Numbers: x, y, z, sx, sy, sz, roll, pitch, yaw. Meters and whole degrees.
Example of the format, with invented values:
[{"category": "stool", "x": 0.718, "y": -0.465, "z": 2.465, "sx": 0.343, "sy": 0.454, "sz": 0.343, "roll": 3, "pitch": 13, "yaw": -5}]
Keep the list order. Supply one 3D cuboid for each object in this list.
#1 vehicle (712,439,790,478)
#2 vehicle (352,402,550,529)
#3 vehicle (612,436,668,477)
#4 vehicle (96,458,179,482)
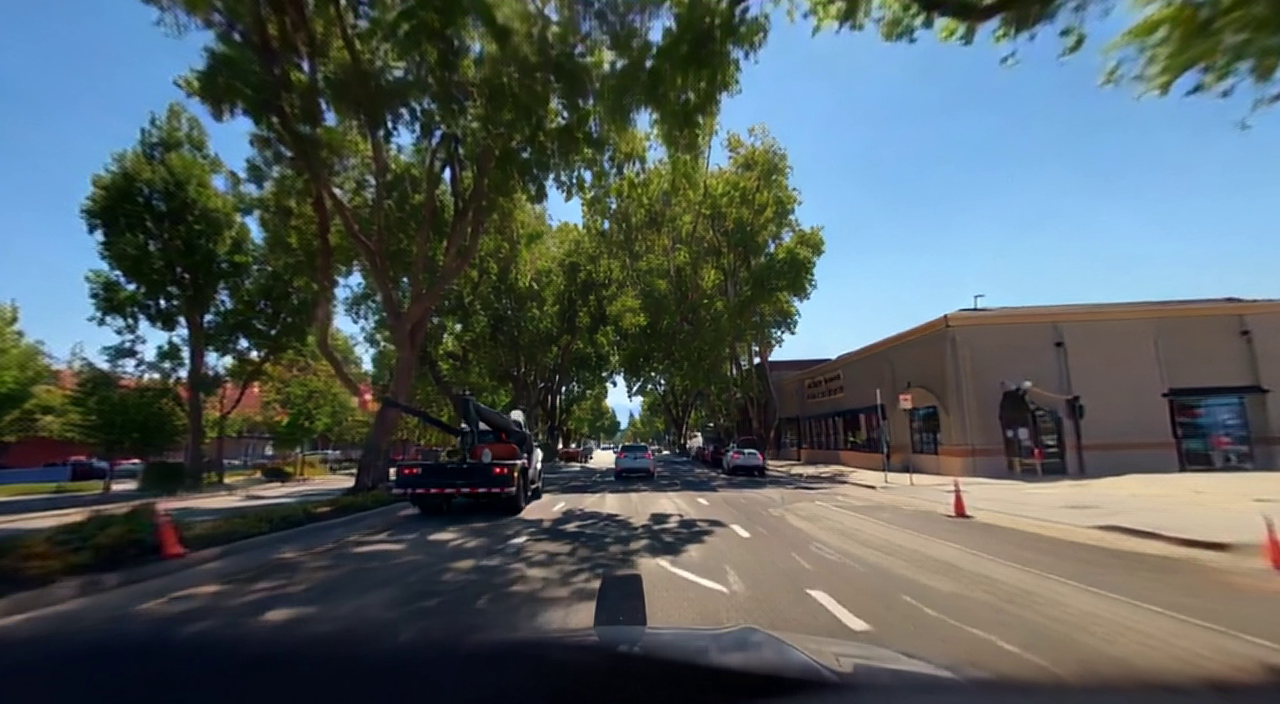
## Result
[{"category": "vehicle", "x": 4.950, "y": 4.807, "z": 28.878, "sx": 2.082, "sy": 1.601, "sz": 4.451, "roll": 1, "pitch": -9, "yaw": -10}, {"category": "vehicle", "x": -3.508, "y": 2.287, "z": 13.302, "sx": 2.424, "sy": 2.063, "sz": 5.678, "roll": 0, "pitch": -9, "yaw": 0}, {"category": "vehicle", "x": -0.046, "y": 4.856, "z": 29.552, "sx": 2.413, "sy": 1.748, "sz": 4.406, "roll": 0, "pitch": -8, "yaw": -1}, {"category": "vehicle", "x": -34.849, "y": 8.190, "z": 43.956, "sx": 1.876, "sy": 1.470, "sz": 4.711, "roll": 0, "pitch": -8, "yaw": 0}]
